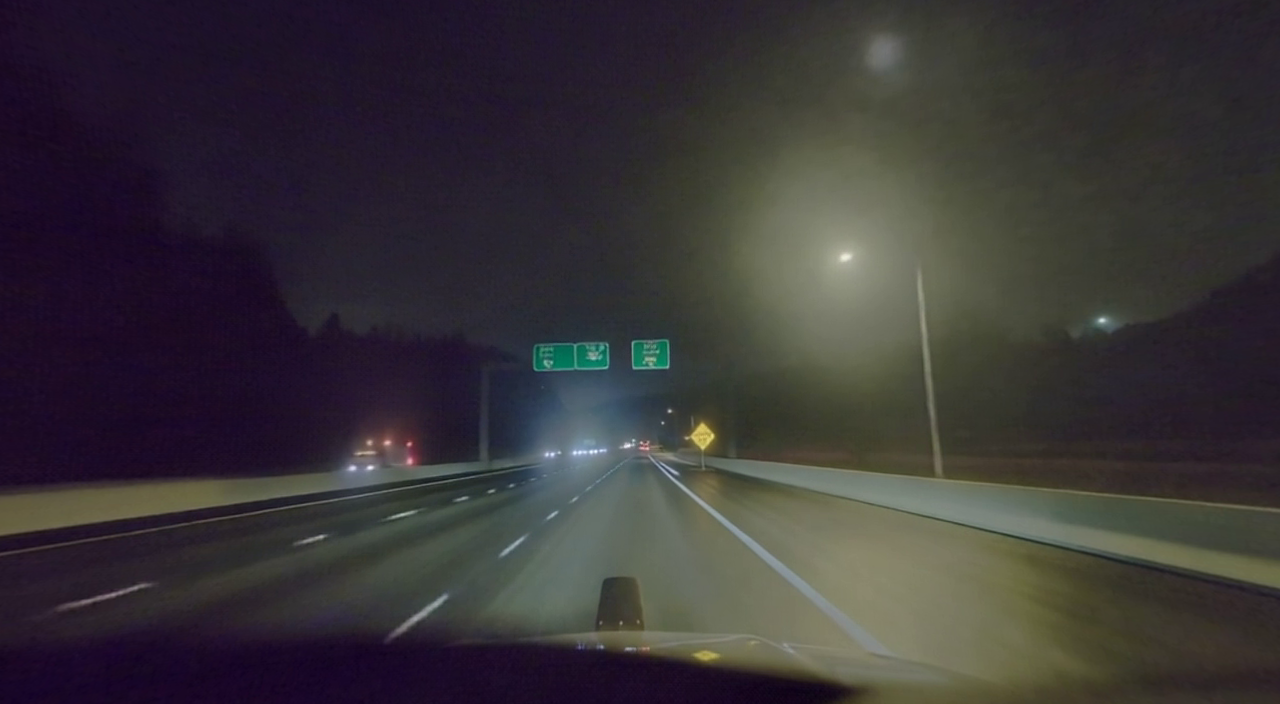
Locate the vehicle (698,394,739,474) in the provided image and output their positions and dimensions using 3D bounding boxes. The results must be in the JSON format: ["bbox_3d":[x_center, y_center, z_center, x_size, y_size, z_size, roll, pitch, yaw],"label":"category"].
[{"bbox_3d":[4.143,4.410,33.745,1.697,3.935,4.195,-2,-9,3],"label":"vehicle"}]
